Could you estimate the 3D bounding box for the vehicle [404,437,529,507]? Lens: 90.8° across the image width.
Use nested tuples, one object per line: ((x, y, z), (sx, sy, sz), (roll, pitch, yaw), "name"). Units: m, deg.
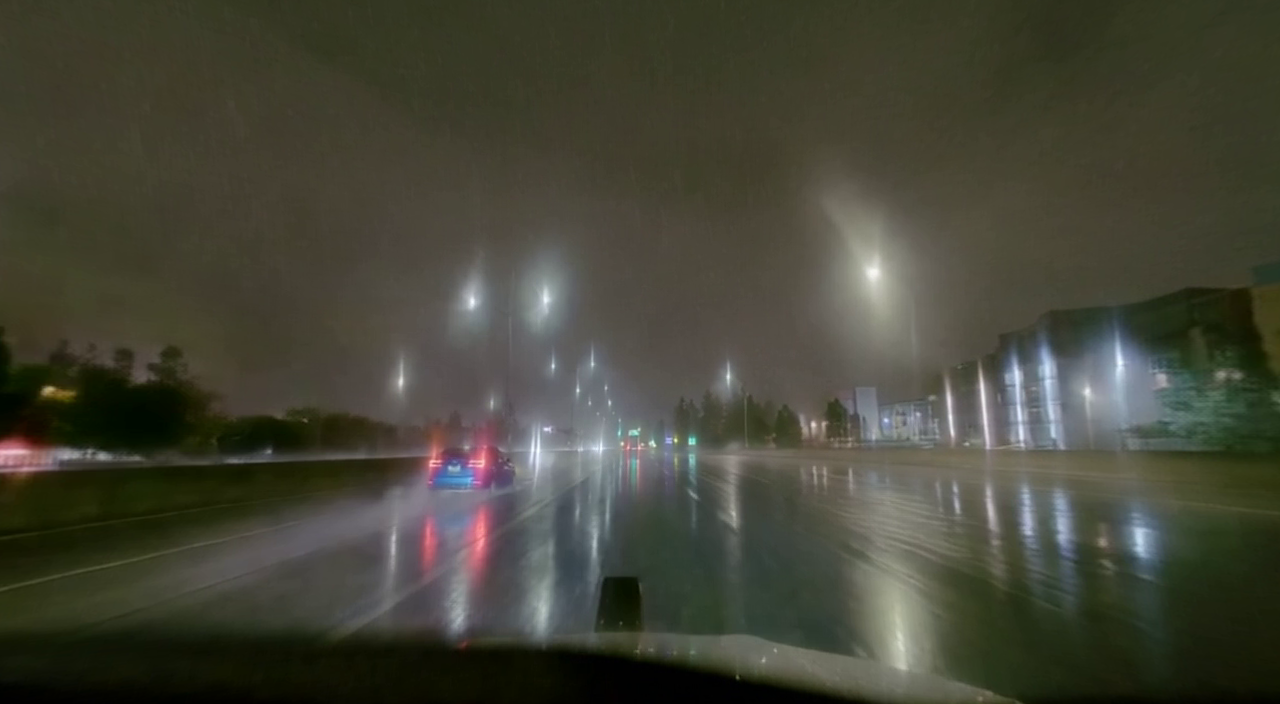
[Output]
((-4.168, 2.951, 16.018), (1.900, 1.492, 4.495), (0, -8, 0), "vehicle")
